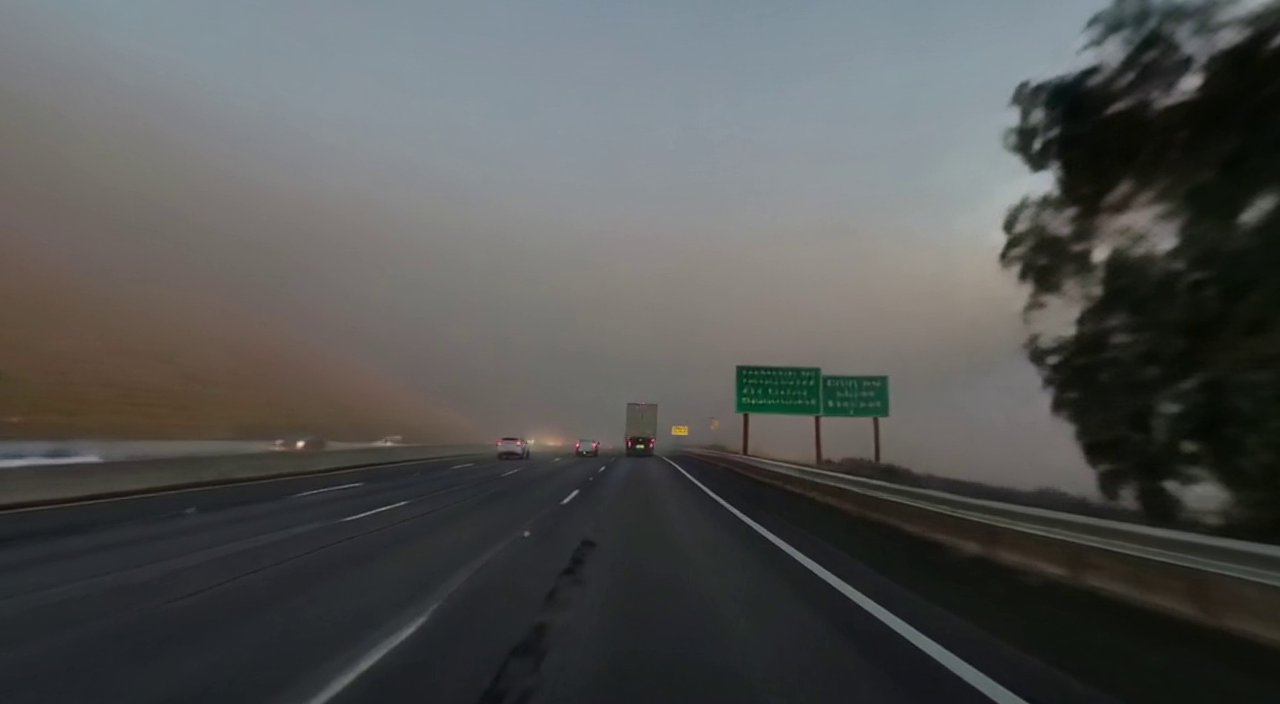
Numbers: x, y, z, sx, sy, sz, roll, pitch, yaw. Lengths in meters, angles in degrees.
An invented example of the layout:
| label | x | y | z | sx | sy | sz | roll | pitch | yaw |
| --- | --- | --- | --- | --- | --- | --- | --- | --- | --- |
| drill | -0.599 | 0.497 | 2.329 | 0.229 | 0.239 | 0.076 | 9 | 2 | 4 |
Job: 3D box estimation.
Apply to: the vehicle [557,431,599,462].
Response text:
| label | x | y | z | sx | sy | sz | roll | pitch | yaw |
| --- | --- | --- | --- | --- | --- | --- | --- | --- | --- |
| vehicle | -3.669 | 5.703 | 38.099 | 2.053 | 1.746 | 4.508 | 0 | -8 | 1 |

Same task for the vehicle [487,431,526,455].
| label | x | y | z | sx | sy | sz | roll | pitch | yaw |
| --- | --- | --- | --- | --- | --- | --- | --- | --- | --- |
| vehicle | -10.243 | 7.026 | 48.814 | 1.958 | 1.758 | 4.684 | 0 | -8 | 1 |

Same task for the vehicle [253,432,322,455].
| label | x | y | z | sx | sy | sz | roll | pitch | yaw |
| --- | --- | --- | --- | --- | --- | --- | --- | --- | --- |
| vehicle | -24.974 | 6.536 | 44.832 | 2.242 | 1.542 | 4.585 | 0 | -8 | 1 |
